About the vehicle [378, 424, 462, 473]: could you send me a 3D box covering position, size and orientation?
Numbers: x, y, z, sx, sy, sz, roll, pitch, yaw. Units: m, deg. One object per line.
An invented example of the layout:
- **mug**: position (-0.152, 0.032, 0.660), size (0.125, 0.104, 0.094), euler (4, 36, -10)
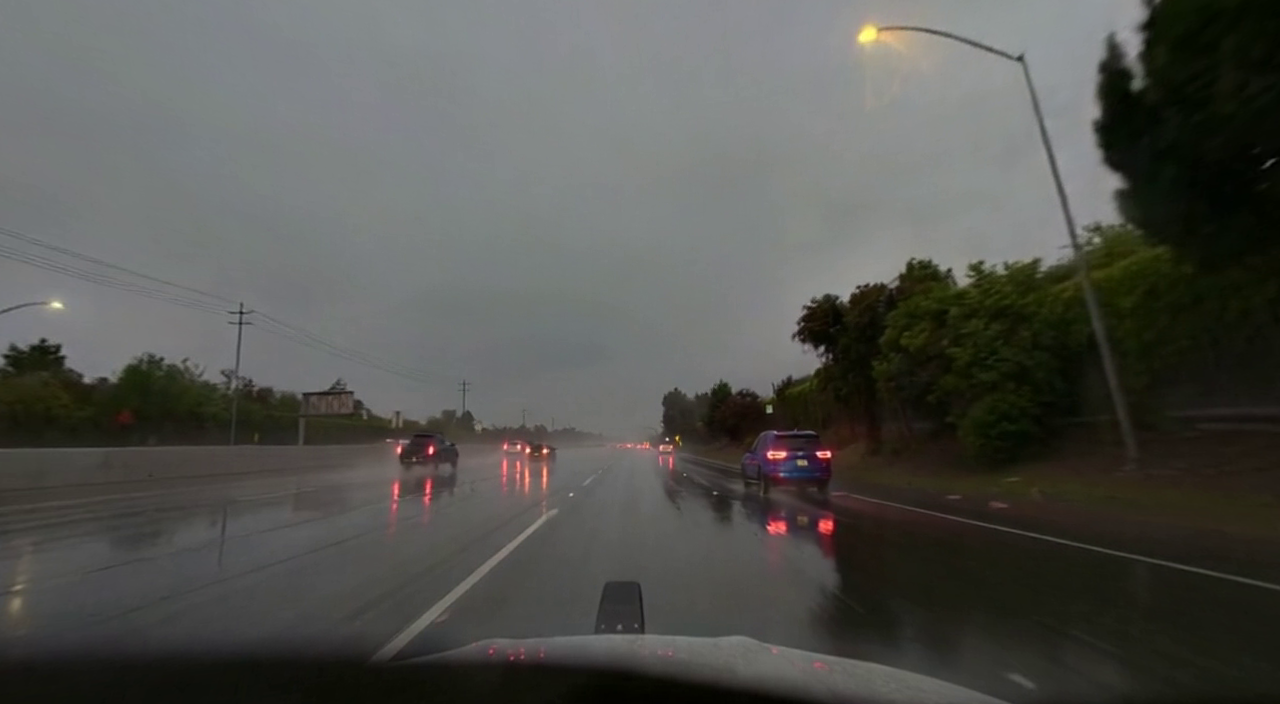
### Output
- **vehicle**: position (-10.921, 4.880, 31.792), size (2.261, 2.230, 5.435), euler (0, -9, 0)

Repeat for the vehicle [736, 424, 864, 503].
- **vehicle**: position (4.246, 3.054, 17.692), size (2.184, 1.892, 4.763), euler (0, -9, -2)

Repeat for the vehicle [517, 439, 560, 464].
- **vehicle**: position (-7.581, 7.471, 47.522), size (2.503, 1.775, 4.763), euler (0, -9, 0)

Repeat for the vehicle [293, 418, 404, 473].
- **vehicle**: position (-14.788, 4.835, 32.522), size (2.647, 2.508, 6.337), euler (0, -9, 0)
